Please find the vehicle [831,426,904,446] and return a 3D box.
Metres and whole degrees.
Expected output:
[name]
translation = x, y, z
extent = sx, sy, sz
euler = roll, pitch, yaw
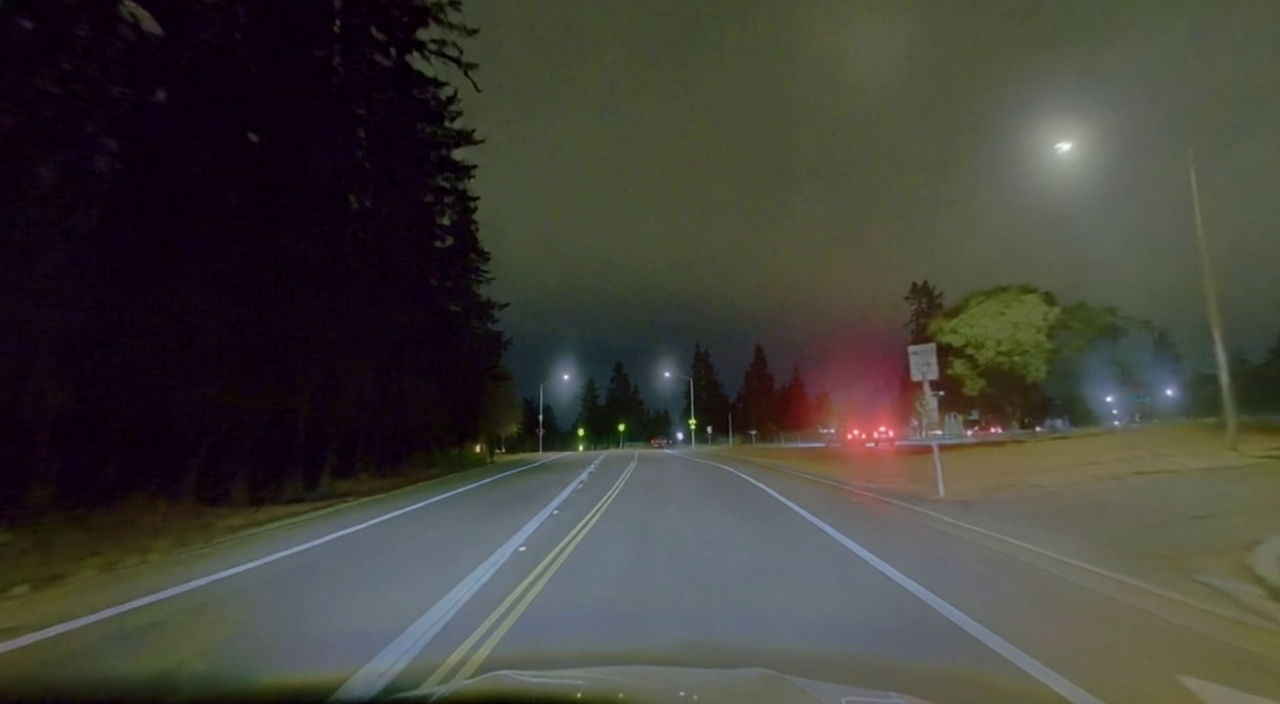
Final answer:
[vehicle]
translation = 17.090, 6.369, 47.536
extent = 4.744, 1.476, 1.926
euler = 0, -8, -2
